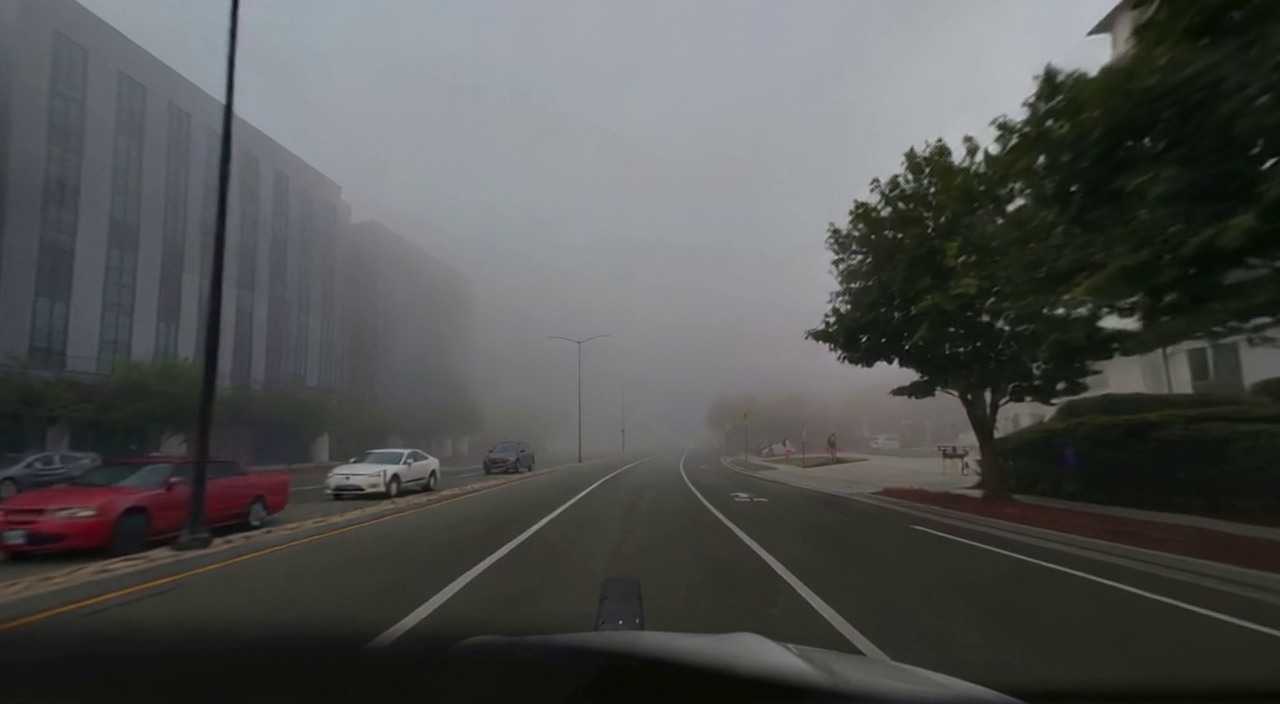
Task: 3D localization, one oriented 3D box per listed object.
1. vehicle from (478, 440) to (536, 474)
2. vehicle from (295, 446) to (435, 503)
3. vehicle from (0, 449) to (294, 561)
[{"bbox_3d":[-7.333,5.819,35.217,1.988,1.755,4.568,0,-8,3],"label":"vehicle"},{"bbox_3d":[-8.089,3.608,19.196,1.983,1.486,4.707,0,-8,2],"label":"vehicle"},{"bbox_3d":[-8.257,2.429,10.906,1.845,1.456,4.616,0,-8,1],"label":"vehicle"}]
